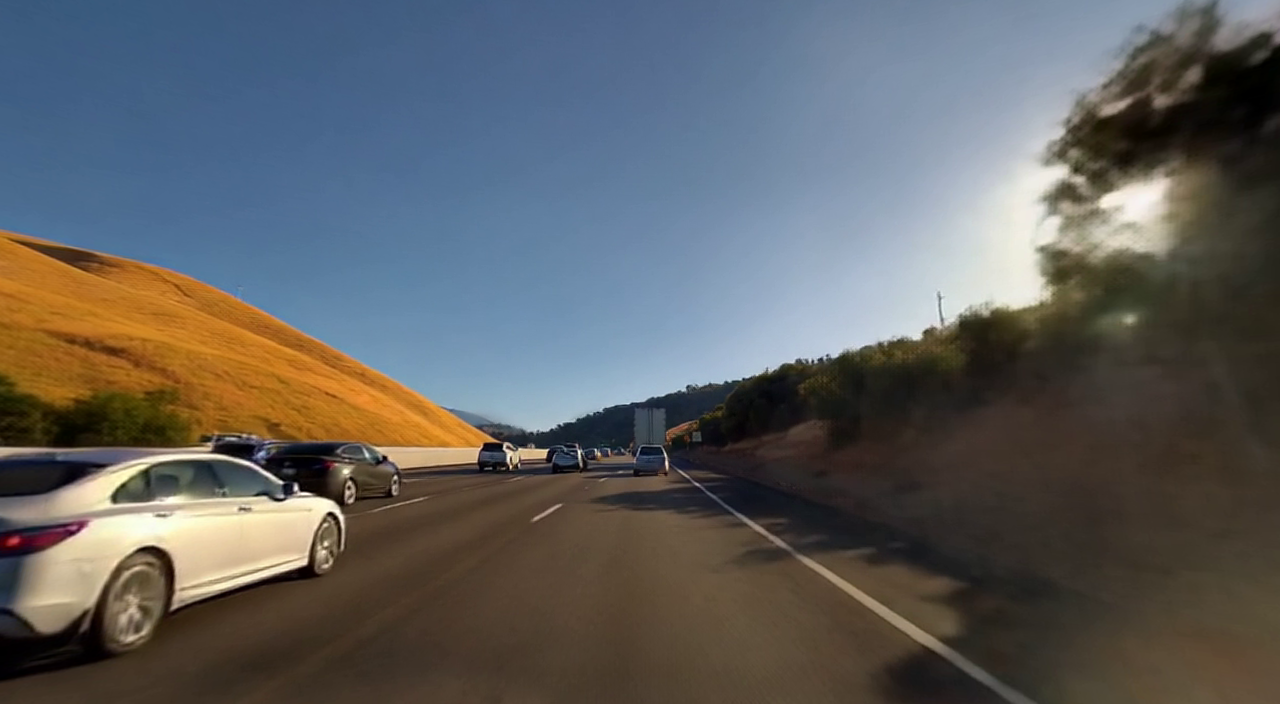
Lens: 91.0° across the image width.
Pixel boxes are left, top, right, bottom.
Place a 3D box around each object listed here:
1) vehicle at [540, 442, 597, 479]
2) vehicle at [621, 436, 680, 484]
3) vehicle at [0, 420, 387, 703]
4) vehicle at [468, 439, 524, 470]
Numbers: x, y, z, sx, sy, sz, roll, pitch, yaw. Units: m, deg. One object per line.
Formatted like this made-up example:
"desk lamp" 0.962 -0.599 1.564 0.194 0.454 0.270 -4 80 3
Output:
"vehicle" -3.415 5.291 31.073 2.155 1.661 4.477 0 -9 2
"vehicle" 0.423 4.460 26.396 2.281 1.795 4.297 1 -9 1
"vehicle" -3.891 1.332 4.826 1.943 1.468 4.547 1 -9 1
"vehicle" -10.526 7.540 46.577 2.421 2.025 6.236 0 -9 2
